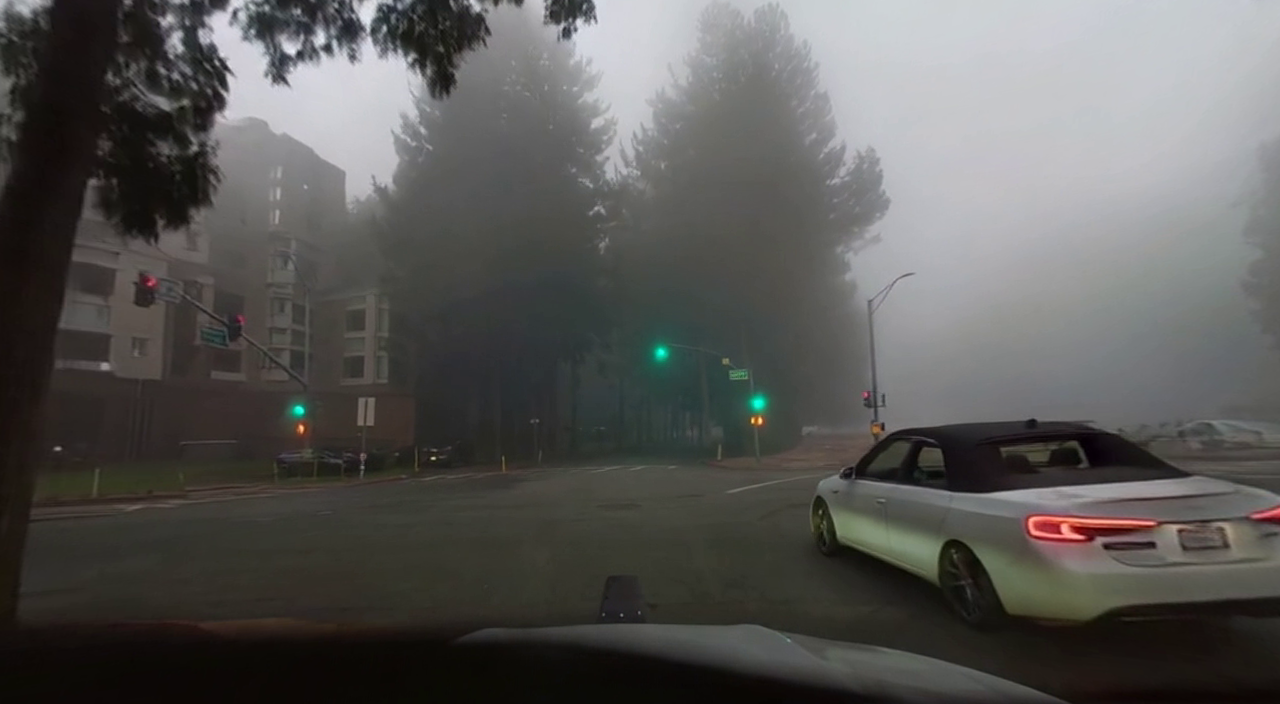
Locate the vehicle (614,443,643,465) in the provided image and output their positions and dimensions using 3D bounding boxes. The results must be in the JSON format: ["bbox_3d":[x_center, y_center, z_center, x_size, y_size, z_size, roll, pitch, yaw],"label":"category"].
[{"bbox_3d":[-0.850,7.515,46.772,2.024,1.489,4.613,0,-9,-1],"label":"vehicle"}]

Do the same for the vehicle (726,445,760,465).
[{"bbox_3d":[7.570,7.619,46.785,1.889,1.358,3.751,0,-9,1],"label":"vehicle"}]

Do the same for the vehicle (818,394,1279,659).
[{"bbox_3d":[3.298,1.345,5.891,1.903,1.529,4.254,0,-9,-2],"label":"vehicle"}]

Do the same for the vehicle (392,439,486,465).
[{"bbox_3d":[-14.518,7.256,45.893,6.021,1.868,2.172,0,-9,1],"label":"vehicle"}]

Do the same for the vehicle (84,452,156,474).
[{"bbox_3d":[-36.161,7.706,44.058,1.709,1.410,3.945,0,-9,-1],"label":"vehicle"}]

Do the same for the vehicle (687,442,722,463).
[{"bbox_3d":[4.694,7.411,46.487,1.983,1.453,4.180,0,-9,-1],"label":"vehicle"}]

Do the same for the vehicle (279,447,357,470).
[{"bbox_3d":[-21.452,7.115,42.190,4.207,1.508,1.875,0,-9,2],"label":"vehicle"}]

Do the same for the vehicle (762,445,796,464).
[{"bbox_3d":[10.179,7.533,46.553,1.692,1.343,3.352,0,-9,-1],"label":"vehicle"}]

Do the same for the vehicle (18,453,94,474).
[{"bbox_3d":[-41.005,7.843,44.468,1.651,1.379,3.787,0,-9,0],"label":"vehicle"}]
